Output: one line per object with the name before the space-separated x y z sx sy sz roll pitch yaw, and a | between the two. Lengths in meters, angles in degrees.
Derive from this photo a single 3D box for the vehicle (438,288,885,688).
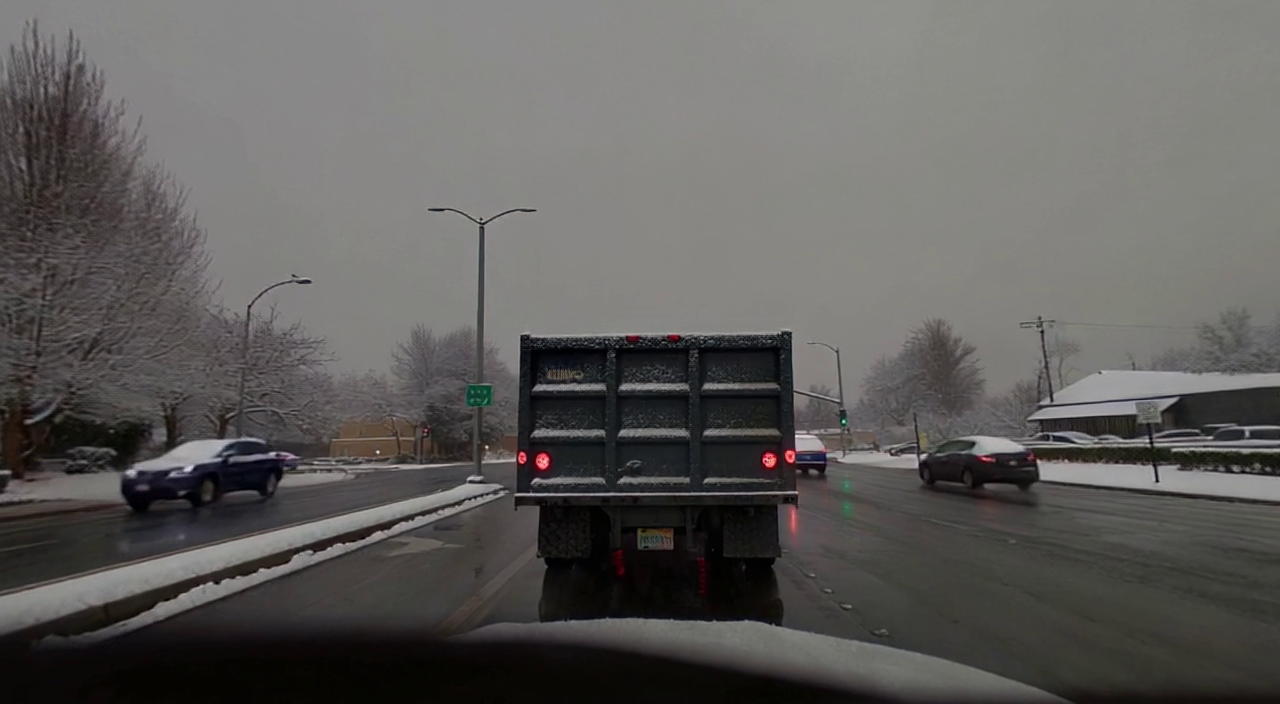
vehicle | 0.272 1.301 7.374 2.650 2.391 7.008 -1 -8 3

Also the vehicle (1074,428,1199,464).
vehicle | 23.092 4.389 29.445 4.171 1.614 1.894 -1 -8 1

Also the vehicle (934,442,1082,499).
vehicle | 10.492 3.372 18.408 1.907 1.465 4.077 -1 -8 1

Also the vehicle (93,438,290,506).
vehicle | -14.493 3.865 21.008 2.218 1.926 5.753 -1 -8 2
